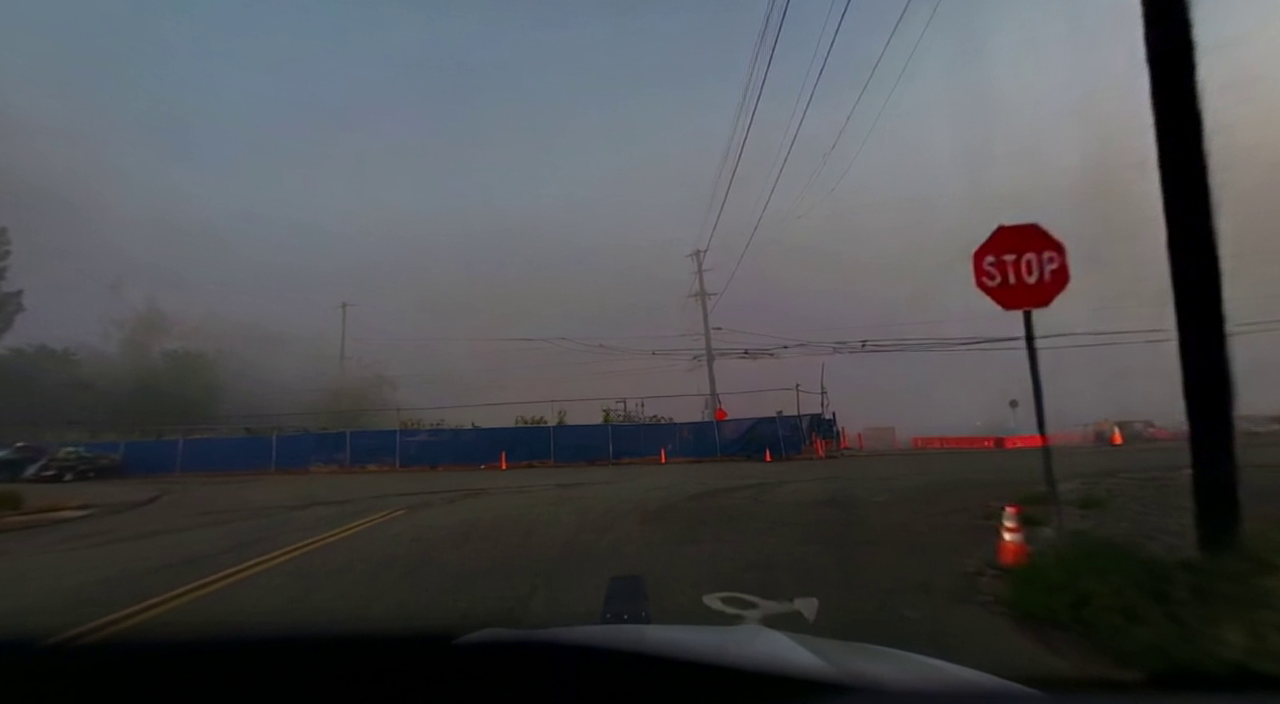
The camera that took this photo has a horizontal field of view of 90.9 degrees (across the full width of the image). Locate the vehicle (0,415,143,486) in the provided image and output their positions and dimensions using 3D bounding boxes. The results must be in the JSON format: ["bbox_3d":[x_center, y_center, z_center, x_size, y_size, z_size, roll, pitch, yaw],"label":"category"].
[{"bbox_3d":[-27.789,4.606,29.269,6.847,2.992,3.170,-2,-9,5],"label":"vehicle"}]
